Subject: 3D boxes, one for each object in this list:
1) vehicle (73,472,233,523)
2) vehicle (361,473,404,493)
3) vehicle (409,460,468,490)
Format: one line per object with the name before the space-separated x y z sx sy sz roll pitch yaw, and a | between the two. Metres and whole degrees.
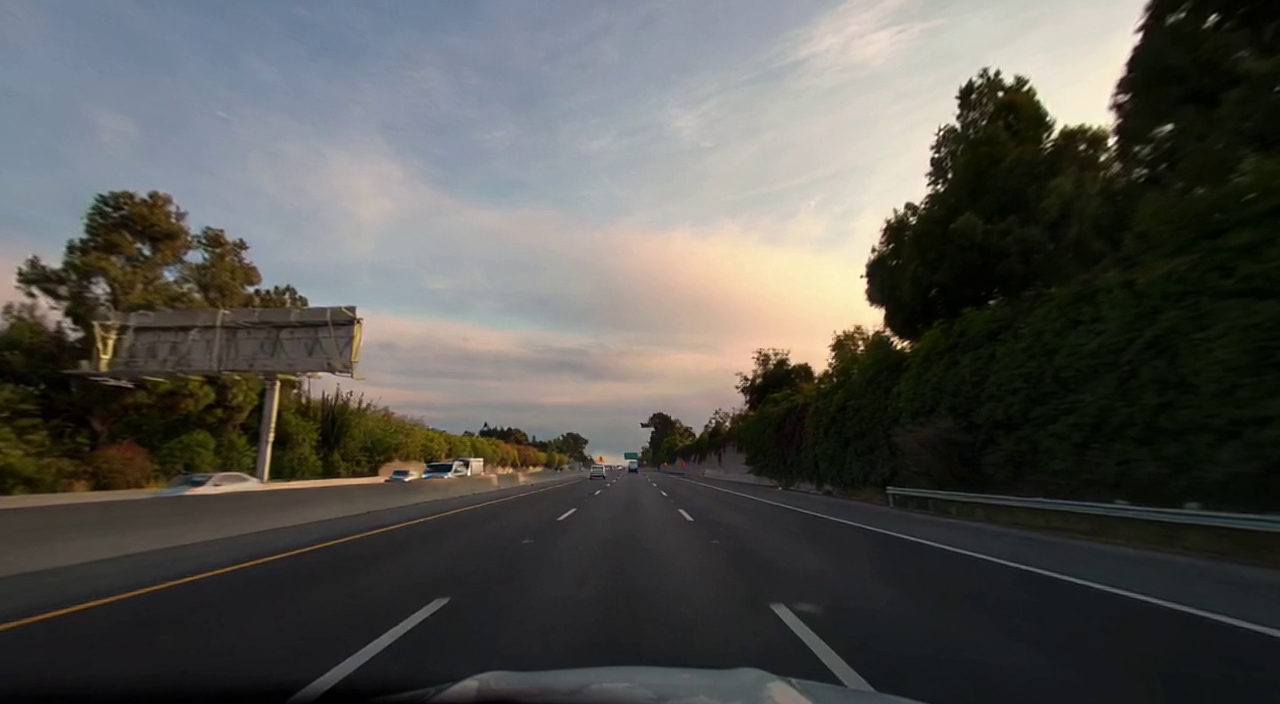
vehicle | -16.163 4.828 21.296 1.818 1.466 4.498 1 -10 -1
vehicle | -19.760 10.071 48.525 1.779 1.434 3.710 1 -10 -1
vehicle | -12.204 7.502 38.500 2.117 1.647 4.613 1 -10 -1
